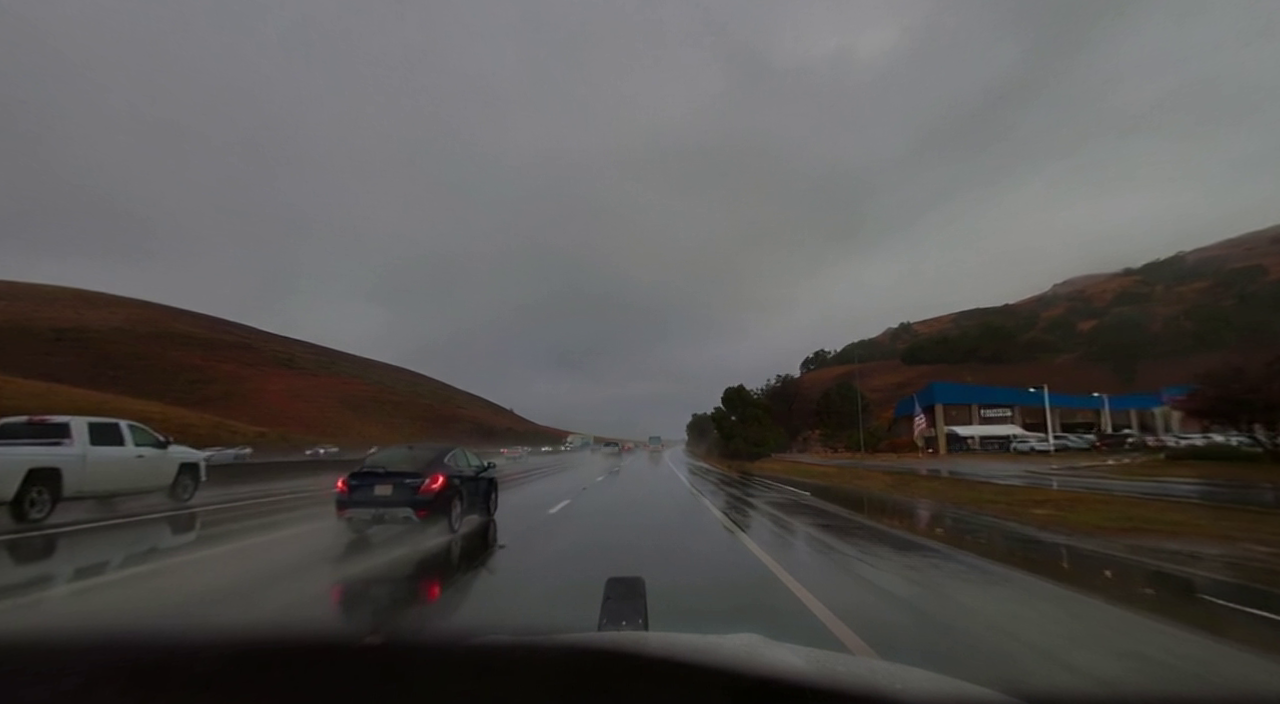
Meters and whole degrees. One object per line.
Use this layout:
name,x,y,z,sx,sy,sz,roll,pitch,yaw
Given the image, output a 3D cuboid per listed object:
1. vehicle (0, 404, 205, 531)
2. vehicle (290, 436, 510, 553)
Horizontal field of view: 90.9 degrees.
vehicle,-11.085,2.042,11.522,2.284,1.966,5.406,0,-8,2
vehicle,-3.540,2.140,10.270,1.896,1.491,4.146,0,-8,1
